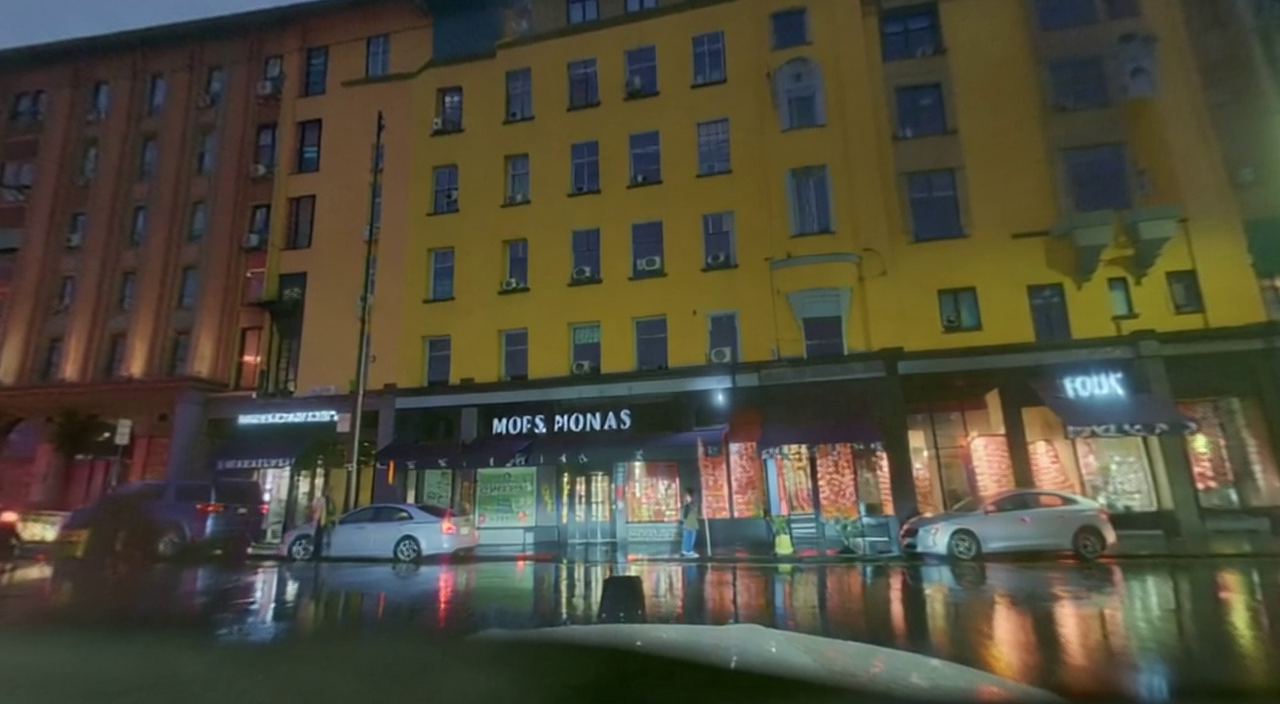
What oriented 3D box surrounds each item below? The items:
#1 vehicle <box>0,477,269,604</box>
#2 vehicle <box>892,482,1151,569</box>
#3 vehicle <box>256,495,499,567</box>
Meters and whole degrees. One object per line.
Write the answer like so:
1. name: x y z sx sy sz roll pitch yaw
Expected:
1. vehicle: -7.980 2.547 8.997 4.330 1.458 1.932 -2 -10 10
2. vehicle: 8.208 3.772 13.989 4.410 1.687 1.834 -1 -10 3
3. vehicle: -5.932 4.088 14.654 4.830 1.421 1.826 -1 -10 5
